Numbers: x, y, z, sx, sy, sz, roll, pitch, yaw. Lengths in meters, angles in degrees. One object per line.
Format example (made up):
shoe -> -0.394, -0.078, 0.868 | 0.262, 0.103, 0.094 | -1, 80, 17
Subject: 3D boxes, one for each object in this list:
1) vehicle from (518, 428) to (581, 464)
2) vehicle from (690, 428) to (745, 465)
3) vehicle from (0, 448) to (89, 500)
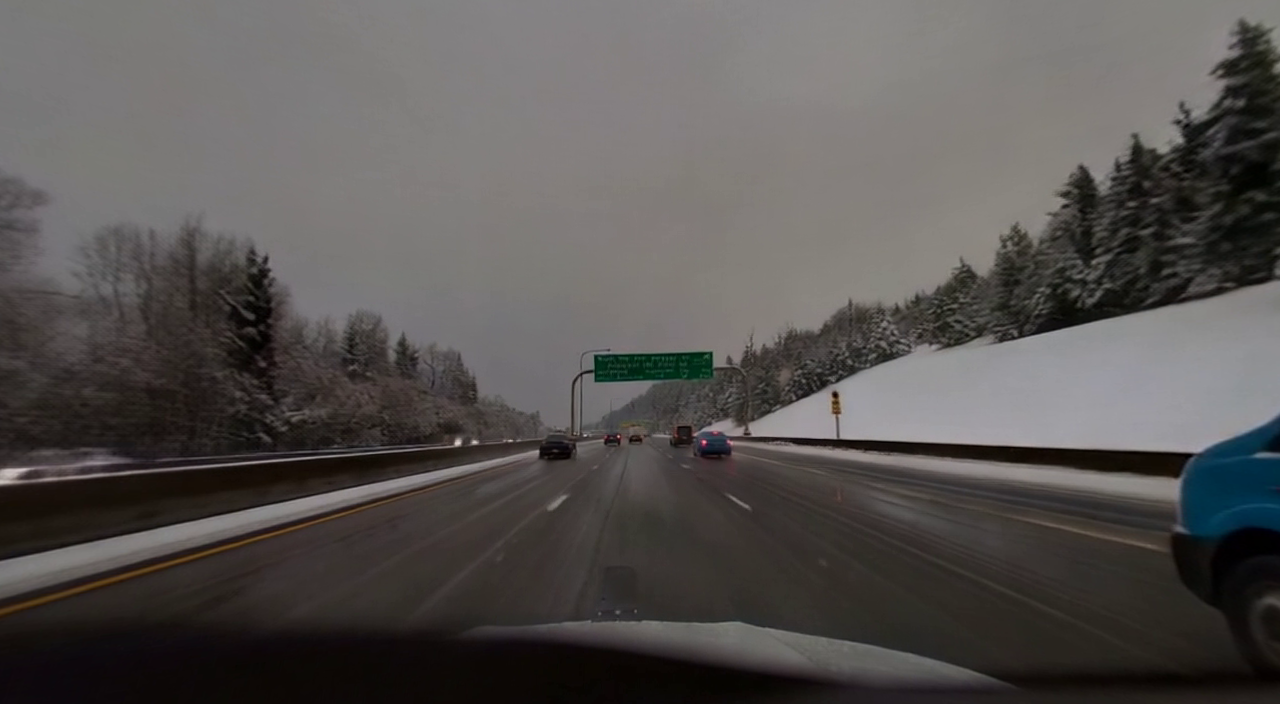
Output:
vehicle -> -3.906, 4.151, 28.057 | 2.204, 1.486, 4.121 | 0, -8, 0
vehicle -> 3.289, 4.067, 27.373 | 1.806, 1.469, 3.681 | 0, -8, -1
vehicle -> -19.347, 3.682, 19.232 | 1.754, 1.429, 3.677 | 0, -8, -1
